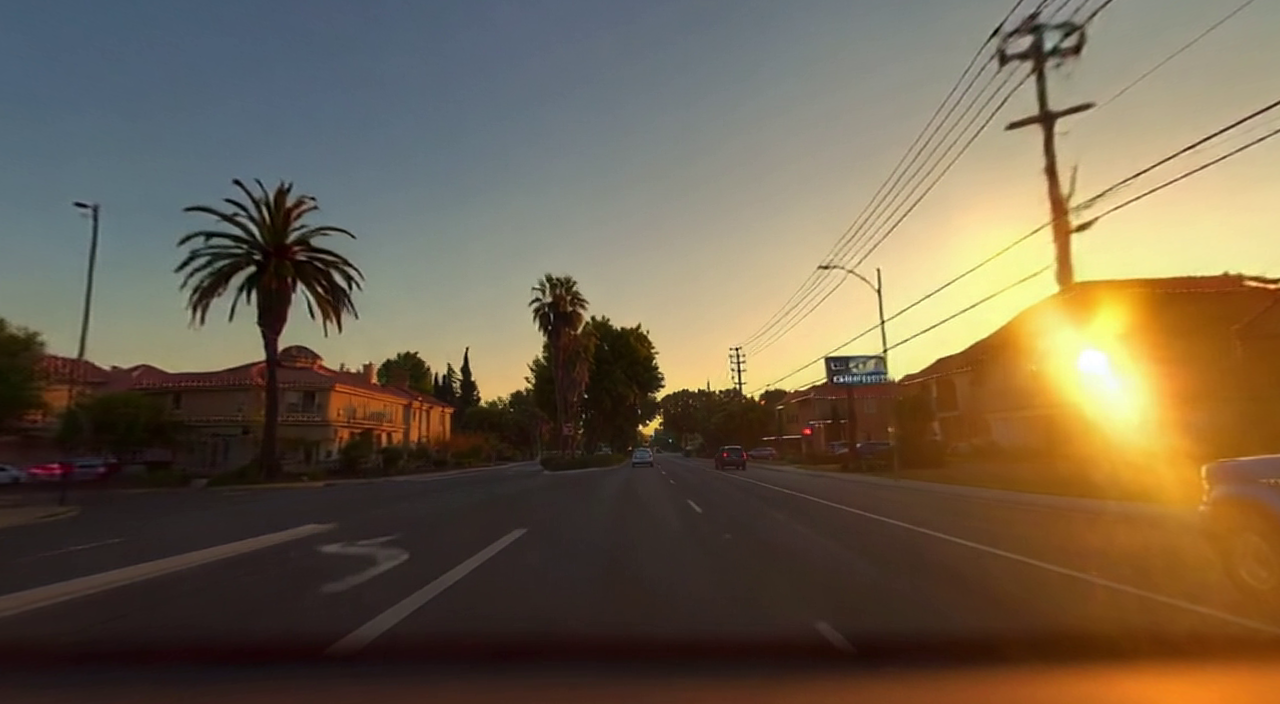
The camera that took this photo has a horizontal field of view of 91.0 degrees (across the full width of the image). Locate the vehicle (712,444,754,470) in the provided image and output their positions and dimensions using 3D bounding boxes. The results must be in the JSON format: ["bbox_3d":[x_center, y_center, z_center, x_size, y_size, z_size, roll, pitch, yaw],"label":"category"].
[{"bbox_3d":[6.507,7.396,44.419,2.252,1.718,4.617,0,-9,0],"label":"vehicle"}]

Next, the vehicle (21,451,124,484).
[{"bbox_3d":[-34.793,7.045,38.781,1.888,1.754,4.488,-5,-9,7],"label":"vehicle"}]

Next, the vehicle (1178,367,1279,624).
[{"bbox_3d":[5.893,0.841,3.241,2.355,1.889,4.392,0,-9,2],"label":"vehicle"}]

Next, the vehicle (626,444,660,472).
[{"bbox_3d":[0.219,7.018,41.818,2.138,1.702,4.168,0,-9,0],"label":"vehicle"}]
